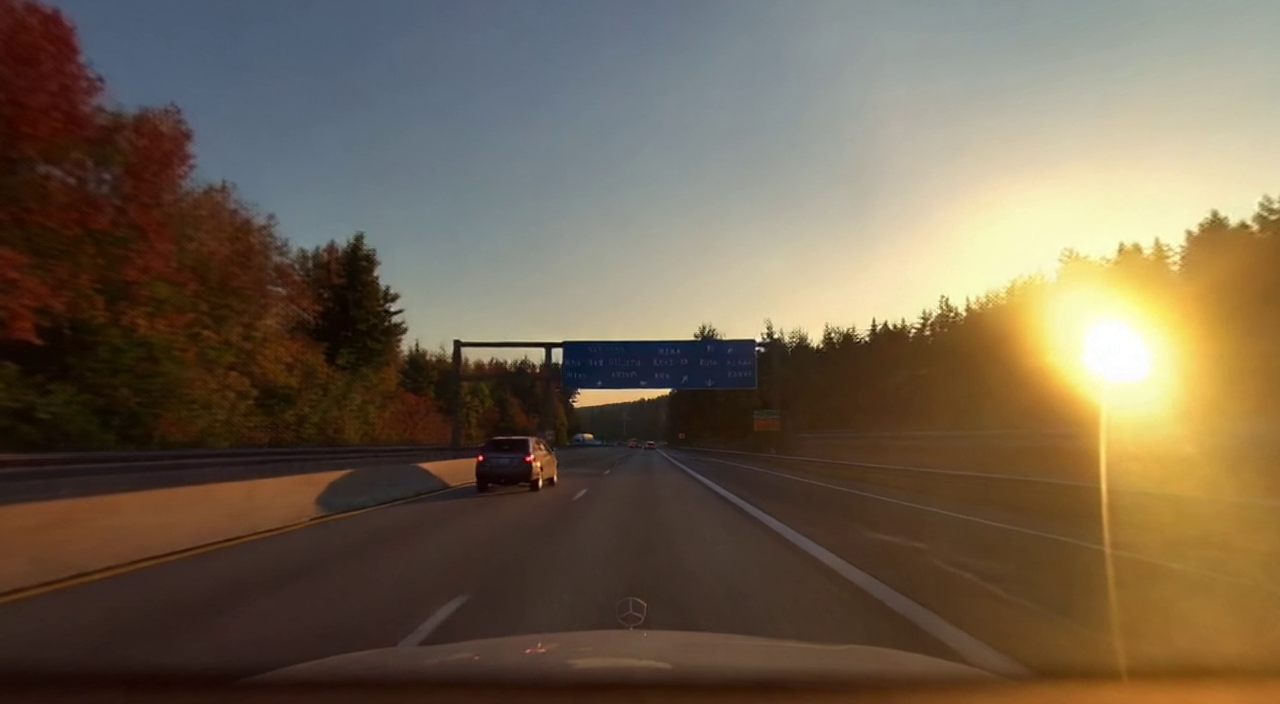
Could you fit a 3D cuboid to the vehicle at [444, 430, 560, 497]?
[{"bbox_3d":[-3.487,2.896,16.782,2.051,1.531,4.250,0,-8,1],"label":"vehicle"}]
